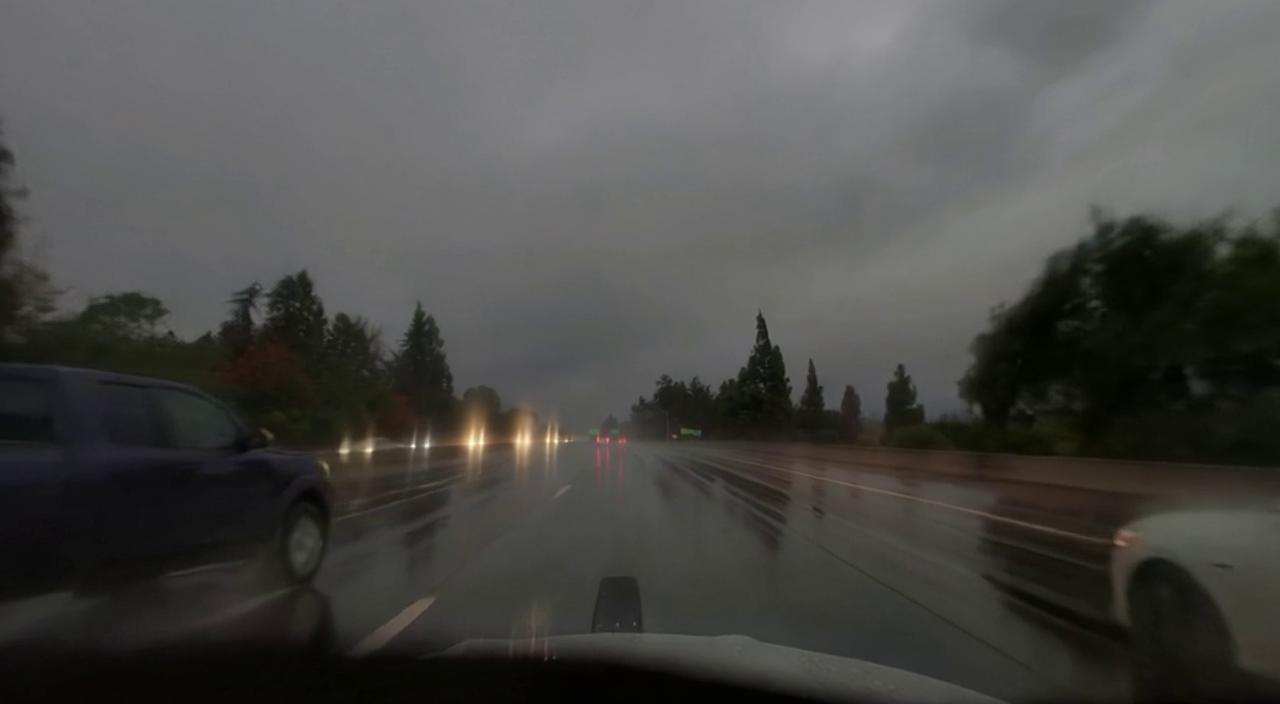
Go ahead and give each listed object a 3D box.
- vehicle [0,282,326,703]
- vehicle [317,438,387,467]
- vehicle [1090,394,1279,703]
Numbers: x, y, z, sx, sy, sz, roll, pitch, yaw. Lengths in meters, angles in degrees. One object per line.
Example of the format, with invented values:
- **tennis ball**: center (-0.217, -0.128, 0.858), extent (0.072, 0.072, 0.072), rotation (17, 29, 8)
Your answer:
- **vehicle**: center (-3.591, 0.593, 2.274), extent (2.106, 1.779, 5.610), rotation (0, -8, -1)
- **vehicle**: center (-16.126, 5.604, 35.441), extent (1.914, 1.504, 4.422), rotation (0, -8, -1)
- **vehicle**: center (3.656, 0.761, 1.524), extent (1.817, 1.465, 4.415), rotation (0, -8, -1)
